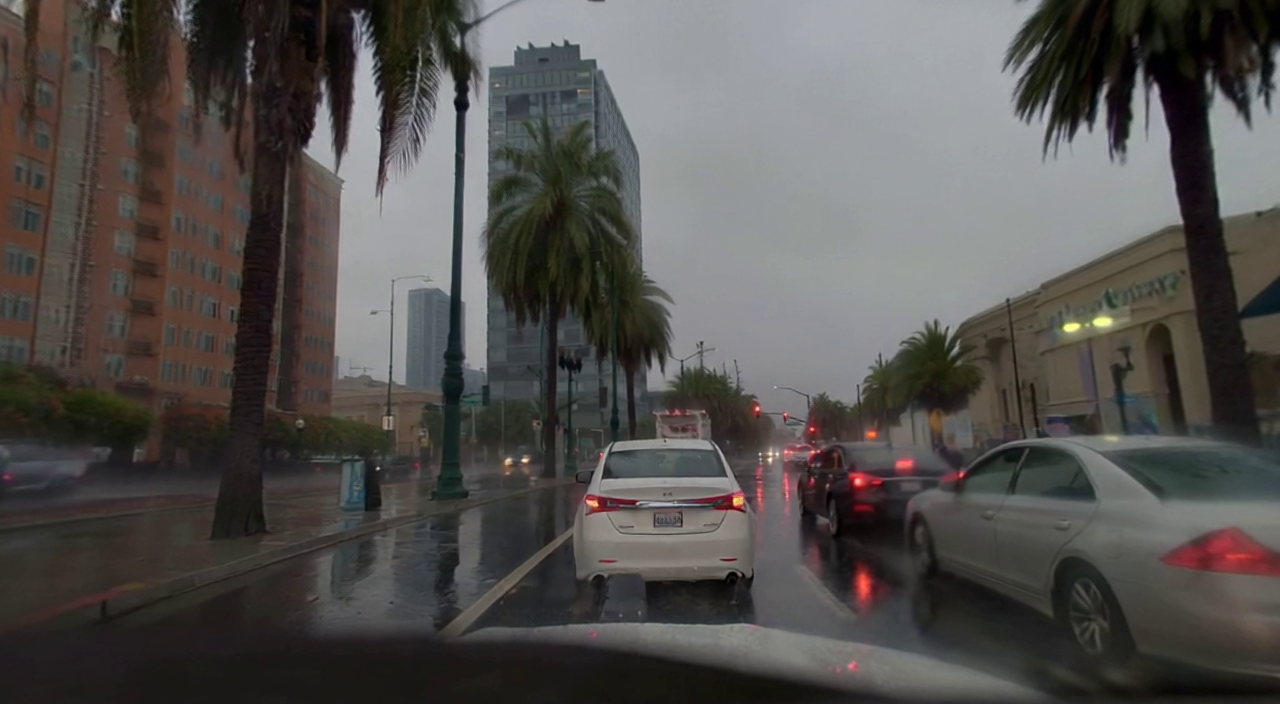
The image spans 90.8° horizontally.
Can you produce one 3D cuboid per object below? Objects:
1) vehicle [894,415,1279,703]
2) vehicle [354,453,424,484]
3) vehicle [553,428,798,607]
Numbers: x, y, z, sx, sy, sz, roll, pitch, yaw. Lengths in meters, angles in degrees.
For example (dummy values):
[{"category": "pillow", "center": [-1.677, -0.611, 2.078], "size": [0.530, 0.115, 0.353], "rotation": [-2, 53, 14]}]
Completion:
[{"category": "vehicle", "center": [3.638, 1.297, 4.572], "size": [1.913, 1.469, 4.425], "rotation": [-1, -9, 3]}, {"category": "vehicle", "center": [-14.154, 6.564, 35.861], "size": [1.801, 1.563, 4.015], "rotation": [-2, -9, 9]}, {"category": "vehicle", "center": [0.333, 1.695, 7.286], "size": [2.078, 1.503, 3.681], "rotation": [0, -9, 1]}]
